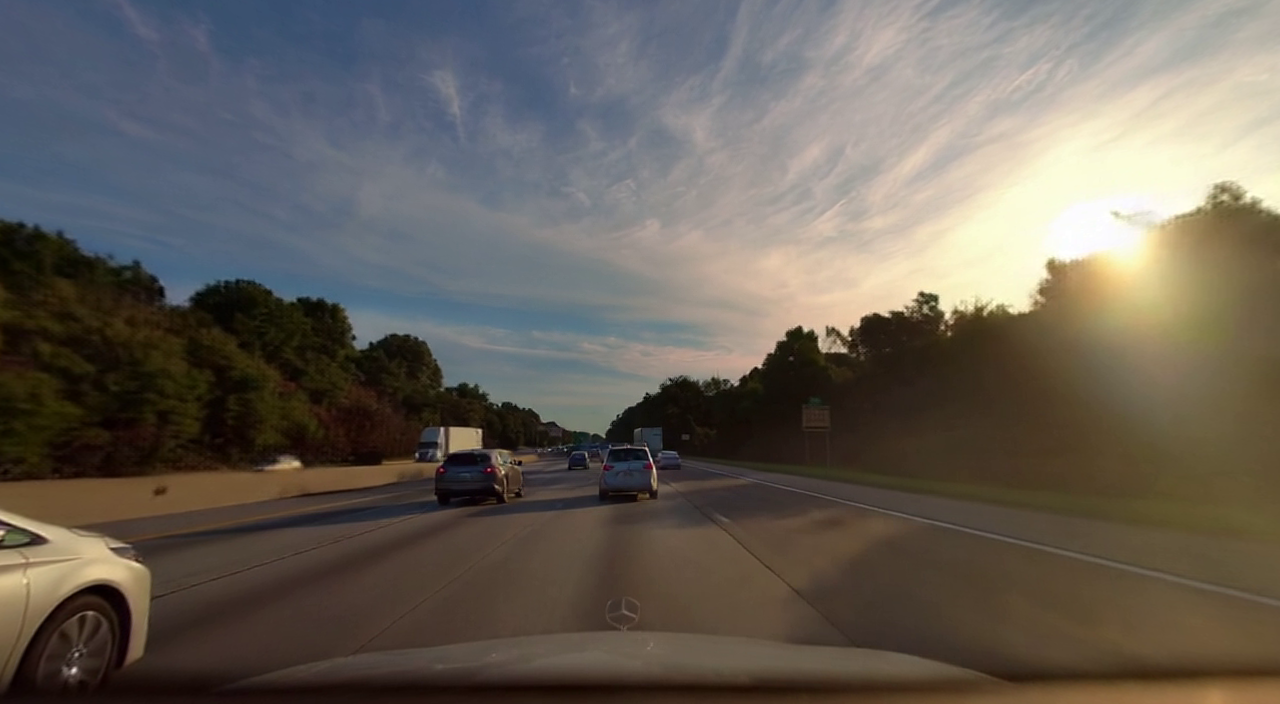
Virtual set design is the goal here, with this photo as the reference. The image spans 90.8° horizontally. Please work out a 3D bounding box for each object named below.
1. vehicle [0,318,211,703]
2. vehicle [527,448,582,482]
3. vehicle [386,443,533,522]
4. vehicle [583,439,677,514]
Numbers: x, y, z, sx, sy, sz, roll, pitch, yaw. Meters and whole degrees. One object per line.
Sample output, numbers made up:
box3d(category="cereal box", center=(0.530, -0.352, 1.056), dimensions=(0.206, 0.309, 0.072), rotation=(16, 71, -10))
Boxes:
box3d(category="vehicle", center=(-3.953, 0.612, 1.540), dimensions=(2.243, 1.889, 4.949), rotation=(0, -9, 1))
box3d(category="vehicle", center=(-4.036, 5.394, 30.408), dimensions=(1.999, 1.484, 4.269), rotation=(0, -9, 1))
box3d(category="vehicle", center=(-3.849, 2.856, 14.369), dimensions=(1.988, 1.501, 4.438), rotation=(0, -9, 0))
box3d(category="vehicle", center=(-0.219, 2.923, 15.164), dimensions=(1.996, 1.574, 3.426), rotation=(0, -9, 0))
